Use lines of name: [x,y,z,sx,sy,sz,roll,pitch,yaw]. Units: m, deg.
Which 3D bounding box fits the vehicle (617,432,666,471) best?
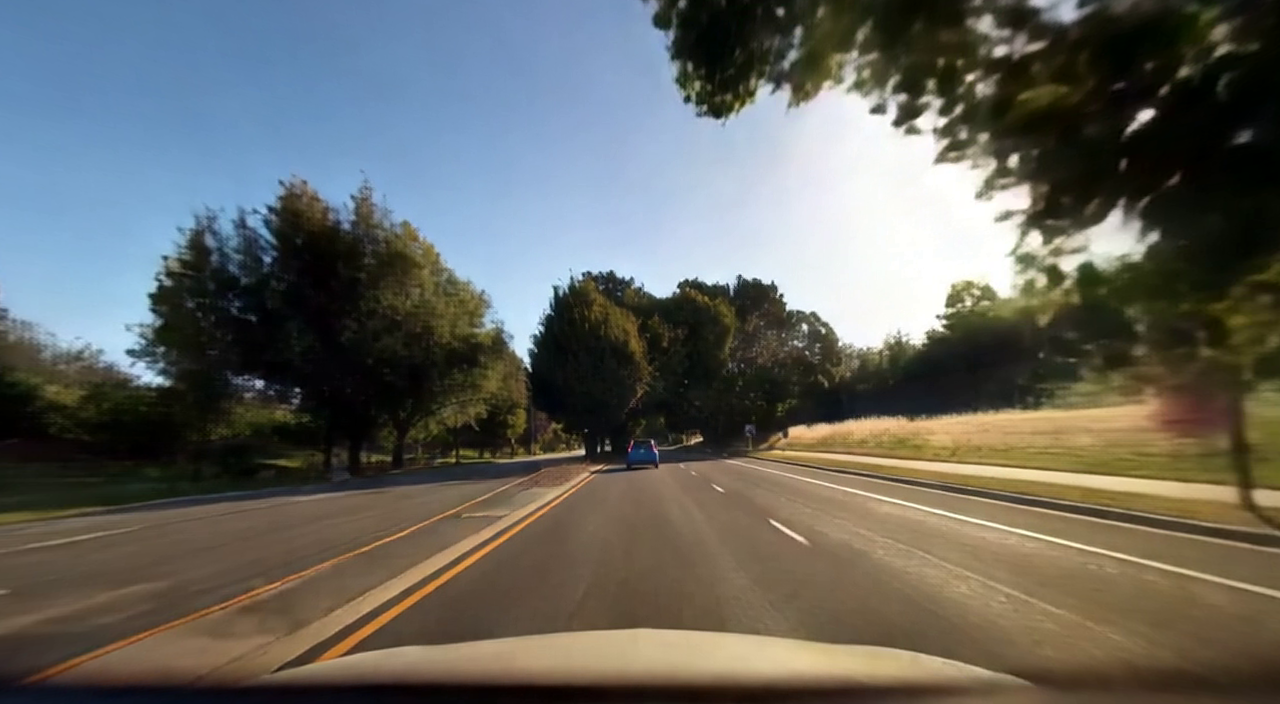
vehicle: [0.077,4.855,30.777,2.256,1.734,4.176,0,-9,0]
